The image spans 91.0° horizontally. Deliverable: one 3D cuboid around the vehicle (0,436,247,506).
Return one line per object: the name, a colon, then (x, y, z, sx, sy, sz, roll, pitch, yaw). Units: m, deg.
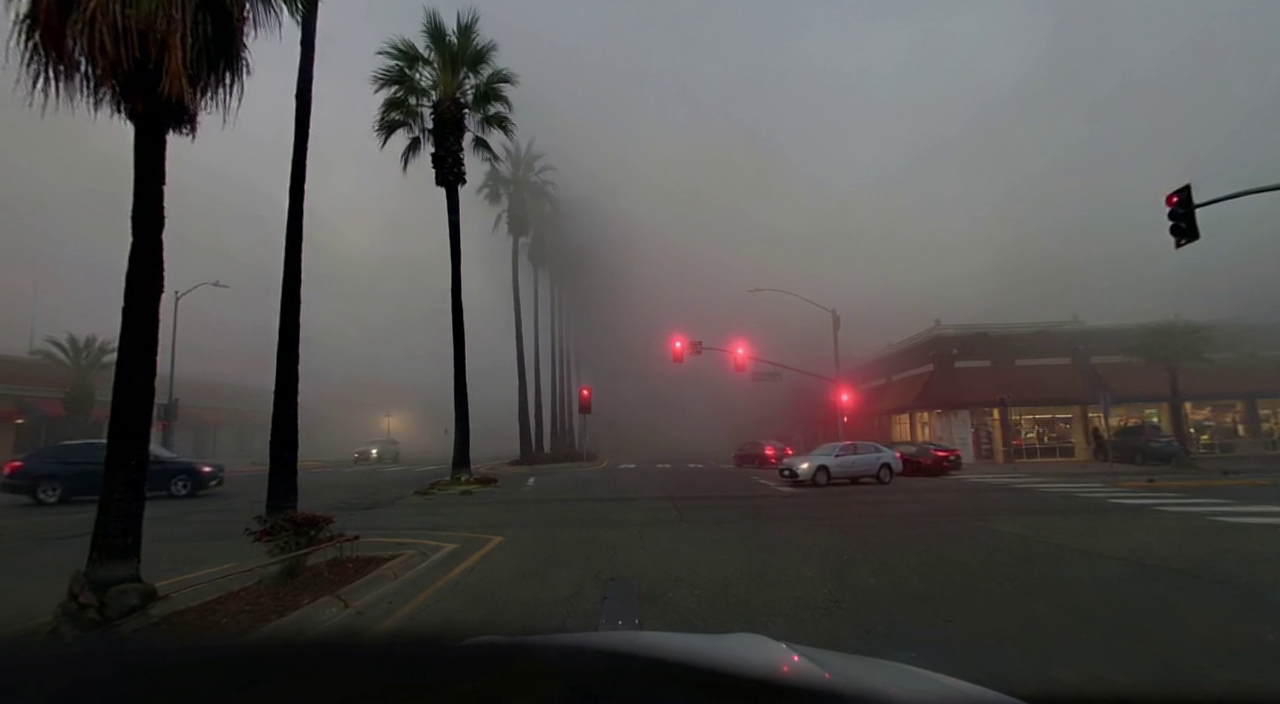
vehicle: (-13.472, 3.101, 16.794, 4.603, 1.653, 1.999, 3, -9, -19)

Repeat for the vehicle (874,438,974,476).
vehicle: (12.762, 4.700, 28.305, 3.826, 1.572, 1.890, -5, -10, 31)

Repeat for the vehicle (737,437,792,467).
vehicle: (7.116, 5.770, 36.478, 1.867, 1.653, 4.596, 1, -9, -6)

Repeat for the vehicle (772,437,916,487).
vehicle: (6.570, 3.539, 20.449, 4.035, 1.512, 1.828, 2, -9, -15)
